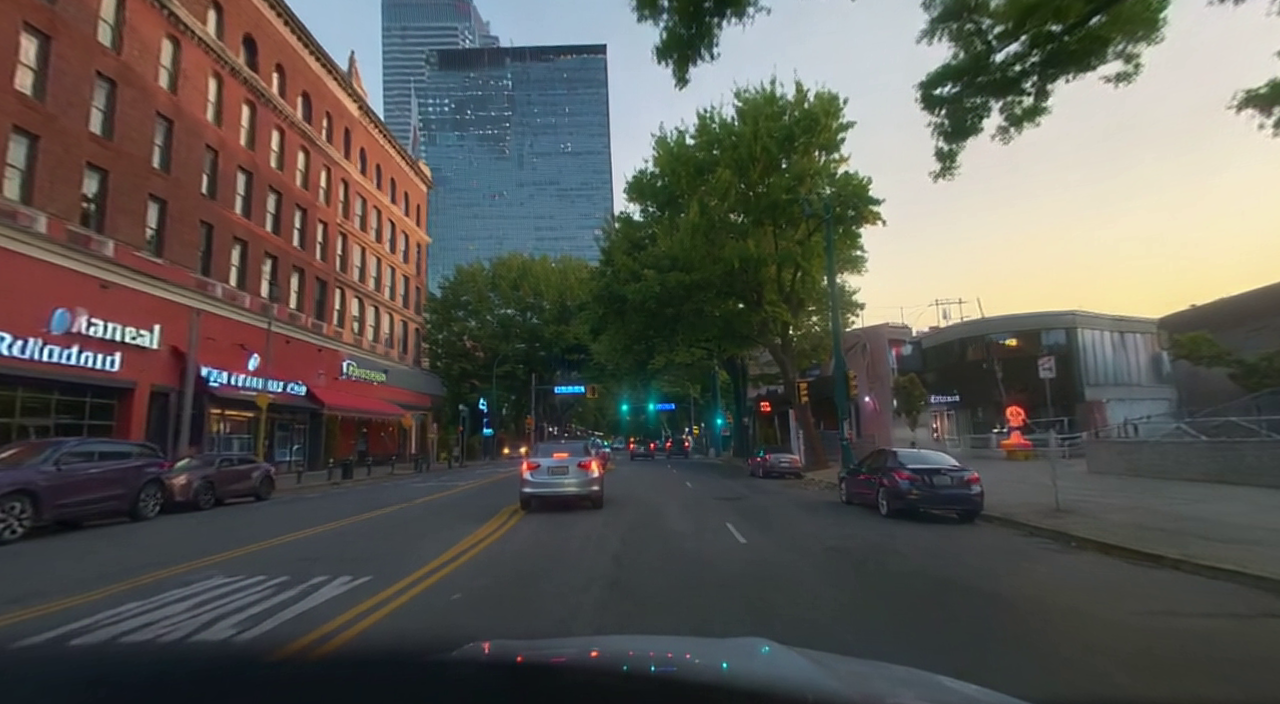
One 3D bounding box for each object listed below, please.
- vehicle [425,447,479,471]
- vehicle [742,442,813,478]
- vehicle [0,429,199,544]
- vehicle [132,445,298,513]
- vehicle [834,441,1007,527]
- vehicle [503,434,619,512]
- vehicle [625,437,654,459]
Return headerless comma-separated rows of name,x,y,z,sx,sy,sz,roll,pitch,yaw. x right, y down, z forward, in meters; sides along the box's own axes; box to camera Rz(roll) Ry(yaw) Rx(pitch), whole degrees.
vehicle,-12.588,7.185,42.540,2.075,1.472,4.638,0,-8,2
vehicle,5.879,4.667,27.504,1.956,1.446,4.537,0,-8,-1
vehicle,-12.652,2.699,13.206,2.384,2.044,6.030,0,-8,0
vehicle,-12.649,3.743,19.205,2.000,1.708,4.494,-3,-8,-1
vehicle,5.737,2.713,13.525,1.986,1.555,3.879,0,-8,1
vehicle,-1.729,2.621,14.213,2.169,1.427,4.531,1,-9,-6
vehicle,-0.081,7.138,46.804,2.102,1.521,4.078,0,-8,-1
